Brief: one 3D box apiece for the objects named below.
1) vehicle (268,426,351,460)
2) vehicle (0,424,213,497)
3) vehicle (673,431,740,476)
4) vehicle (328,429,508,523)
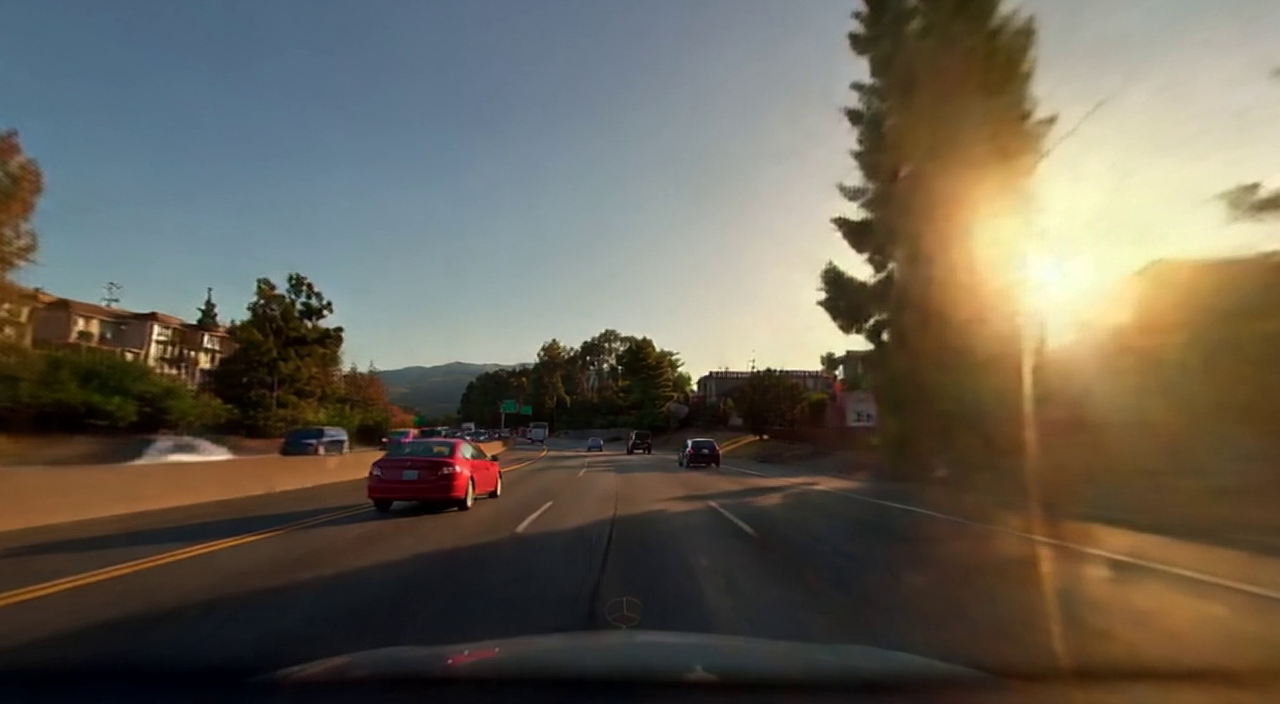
[{"bbox_3d":[-16.855,4.698,32.413,2.099,1.640,4.305,0,-9,-3],"label":"vehicle"},{"bbox_3d":[-12.465,2.531,14.946,1.912,1.473,3.910,0,-9,-1],"label":"vehicle"},{"bbox_3d":[2.601,4.139,25.778,2.092,1.686,4.188,0,-9,-2],"label":"vehicle"},{"bbox_3d":[-4.108,2.373,12.599,2.036,1.528,4.400,0,-9,-1],"label":"vehicle"}]
